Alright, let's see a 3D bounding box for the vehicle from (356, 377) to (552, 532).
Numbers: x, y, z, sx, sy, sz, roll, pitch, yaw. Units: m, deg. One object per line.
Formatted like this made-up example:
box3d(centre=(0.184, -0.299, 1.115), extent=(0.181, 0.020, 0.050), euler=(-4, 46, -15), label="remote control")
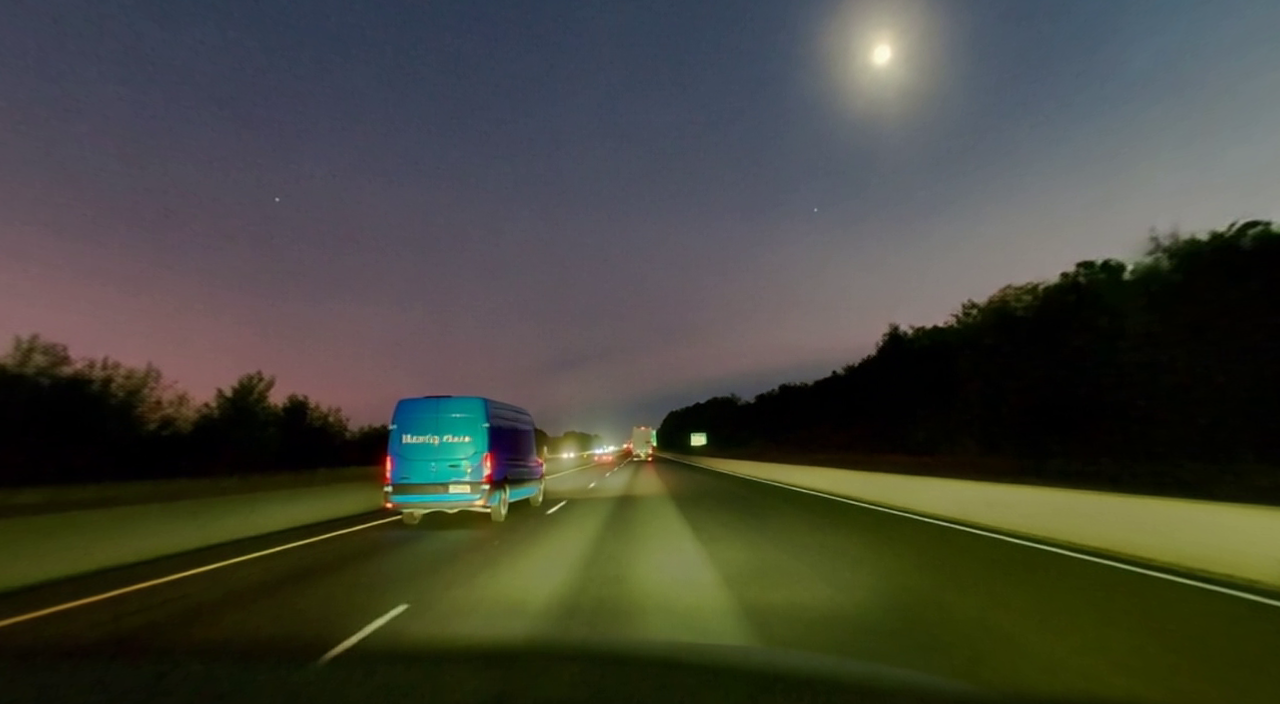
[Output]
box3d(centre=(-3.660, 2.277, 14.338), extent=(2.320, 2.636, 7.021), euler=(0, -9, 0), label="vehicle")
